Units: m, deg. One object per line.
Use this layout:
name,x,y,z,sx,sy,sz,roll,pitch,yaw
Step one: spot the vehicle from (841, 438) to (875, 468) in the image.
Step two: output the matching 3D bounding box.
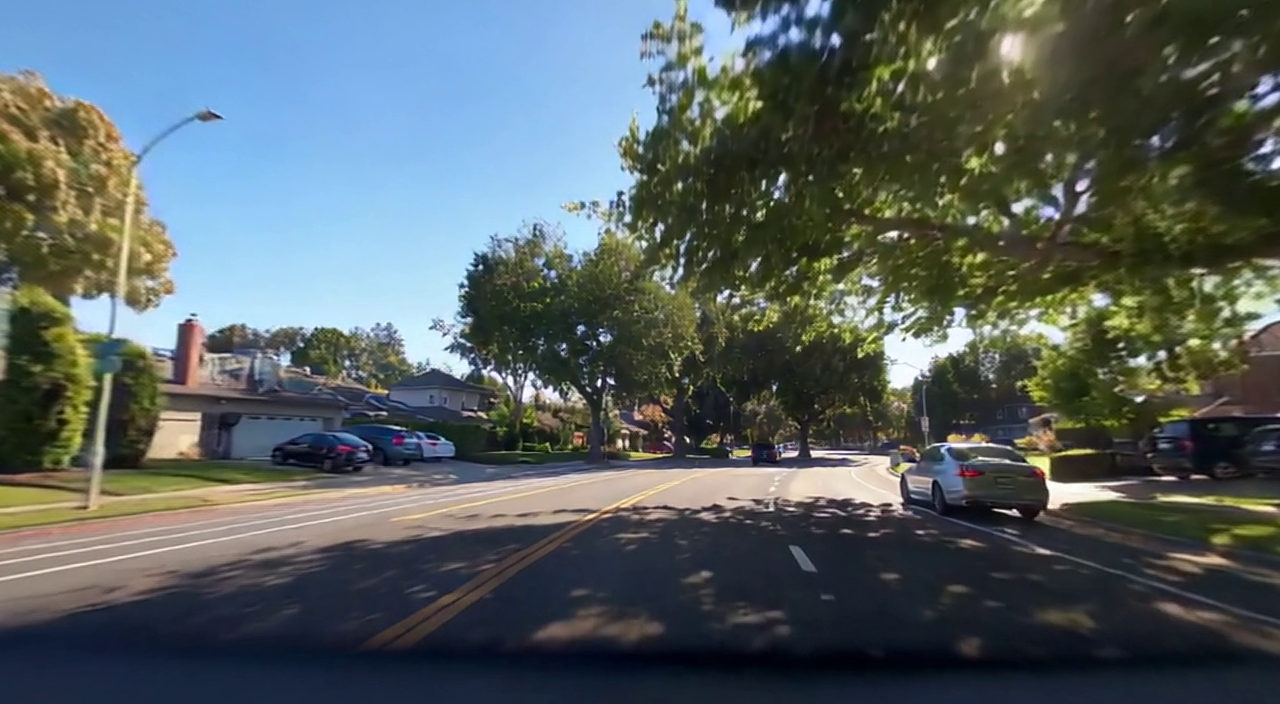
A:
vehicle,14.844,6.833,42.928,2.059,1.924,4.257,-3,-9,19

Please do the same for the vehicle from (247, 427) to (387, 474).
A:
vehicle,-12.936,3.936,25.356,4.646,1.502,1.874,3,-8,9

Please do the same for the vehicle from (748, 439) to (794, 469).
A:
vehicle,7.917,6.058,37.845,2.106,1.667,4.367,-3,-9,19

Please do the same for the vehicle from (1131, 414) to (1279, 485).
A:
vehicle,16.830,2.653,17.191,4.881,1.808,2.011,-2,-8,12

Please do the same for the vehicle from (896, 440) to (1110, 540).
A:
vehicle,6.475,2.433,11.915,1.934,1.506,4.282,-1,-8,7
